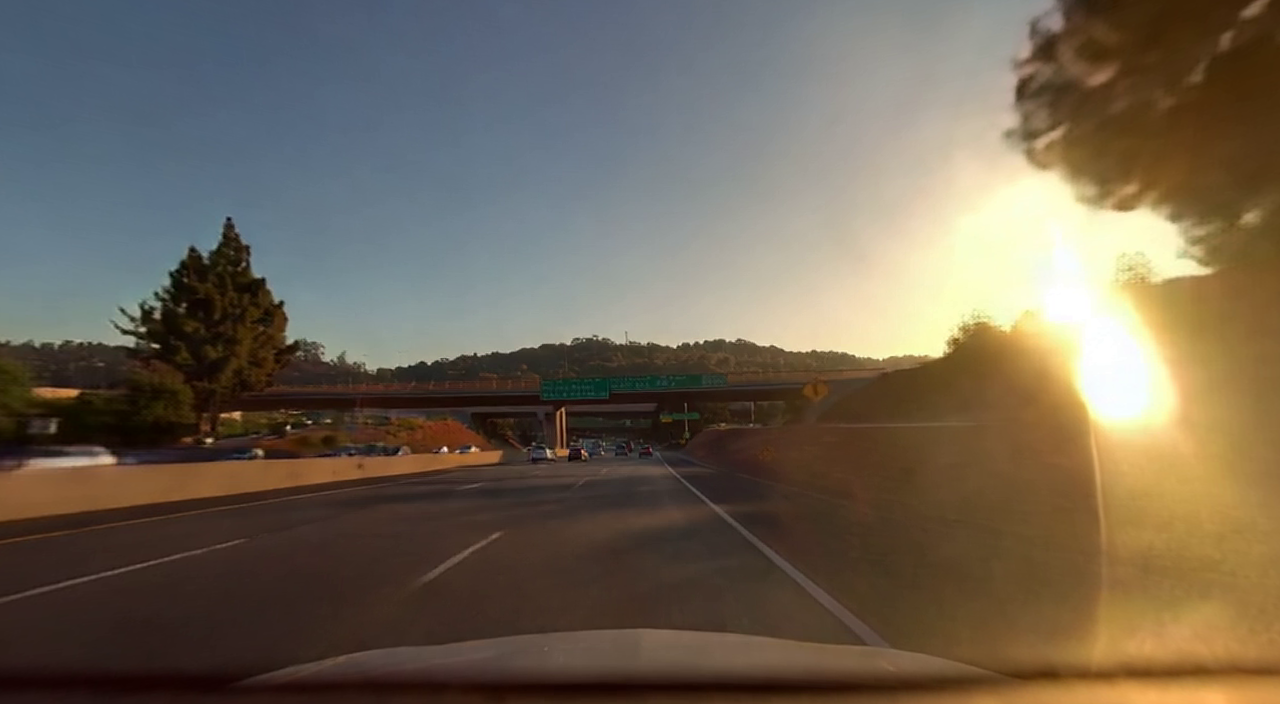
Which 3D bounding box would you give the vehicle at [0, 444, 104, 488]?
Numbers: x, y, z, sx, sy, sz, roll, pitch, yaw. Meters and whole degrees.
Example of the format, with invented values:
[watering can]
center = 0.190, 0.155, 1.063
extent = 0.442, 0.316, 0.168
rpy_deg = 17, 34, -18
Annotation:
[vehicle]
center = -20.615, 3.852, 21.595
extent = 1.569, 1.354, 3.241
rpy_deg = 0, -8, 1
